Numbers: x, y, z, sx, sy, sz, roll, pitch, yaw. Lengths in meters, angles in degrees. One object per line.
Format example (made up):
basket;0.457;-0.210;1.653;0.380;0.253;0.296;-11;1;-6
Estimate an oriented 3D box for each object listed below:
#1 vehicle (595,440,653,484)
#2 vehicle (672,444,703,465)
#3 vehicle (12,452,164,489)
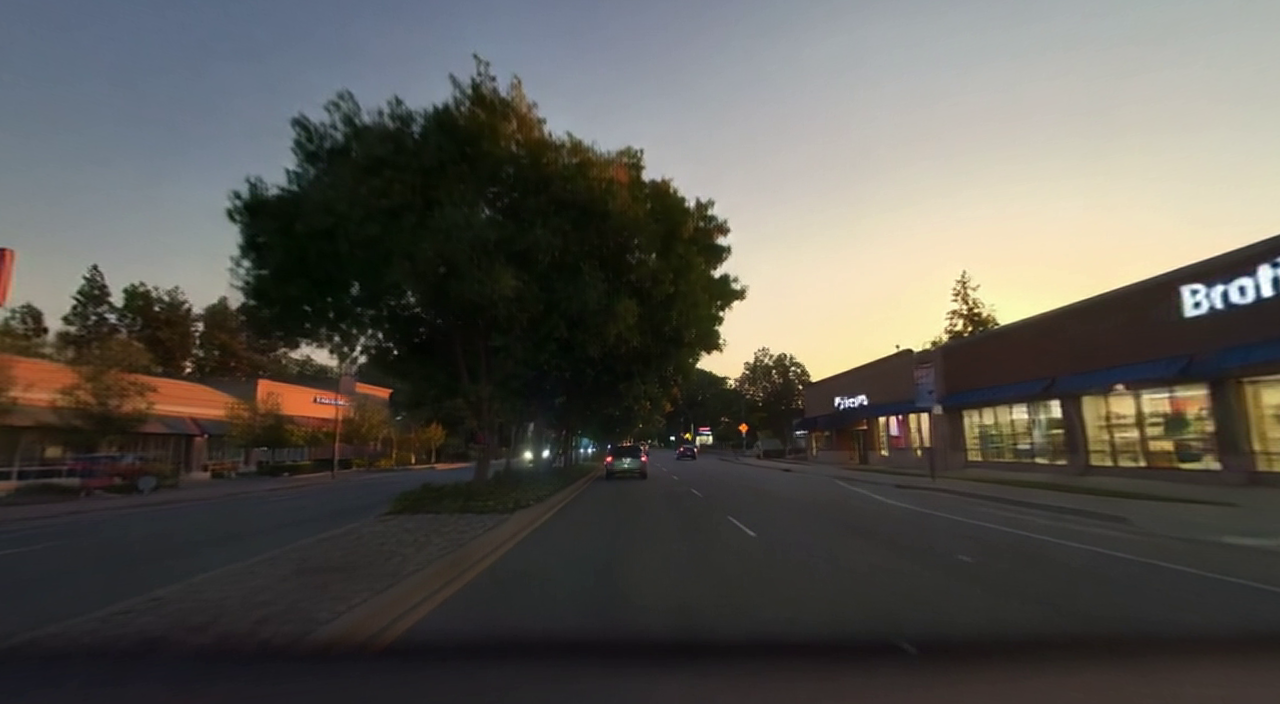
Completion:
vehicle;-0.585;4.084;23.677;2.006;1.487;3.535;0;-9;-1
vehicle;3.502;7.622;47.282;1.910;1.474;4.003;0;-9;-2
vehicle;-23.189;4.981;26.689;4.472;1.412;1.891;0;-9;-3
